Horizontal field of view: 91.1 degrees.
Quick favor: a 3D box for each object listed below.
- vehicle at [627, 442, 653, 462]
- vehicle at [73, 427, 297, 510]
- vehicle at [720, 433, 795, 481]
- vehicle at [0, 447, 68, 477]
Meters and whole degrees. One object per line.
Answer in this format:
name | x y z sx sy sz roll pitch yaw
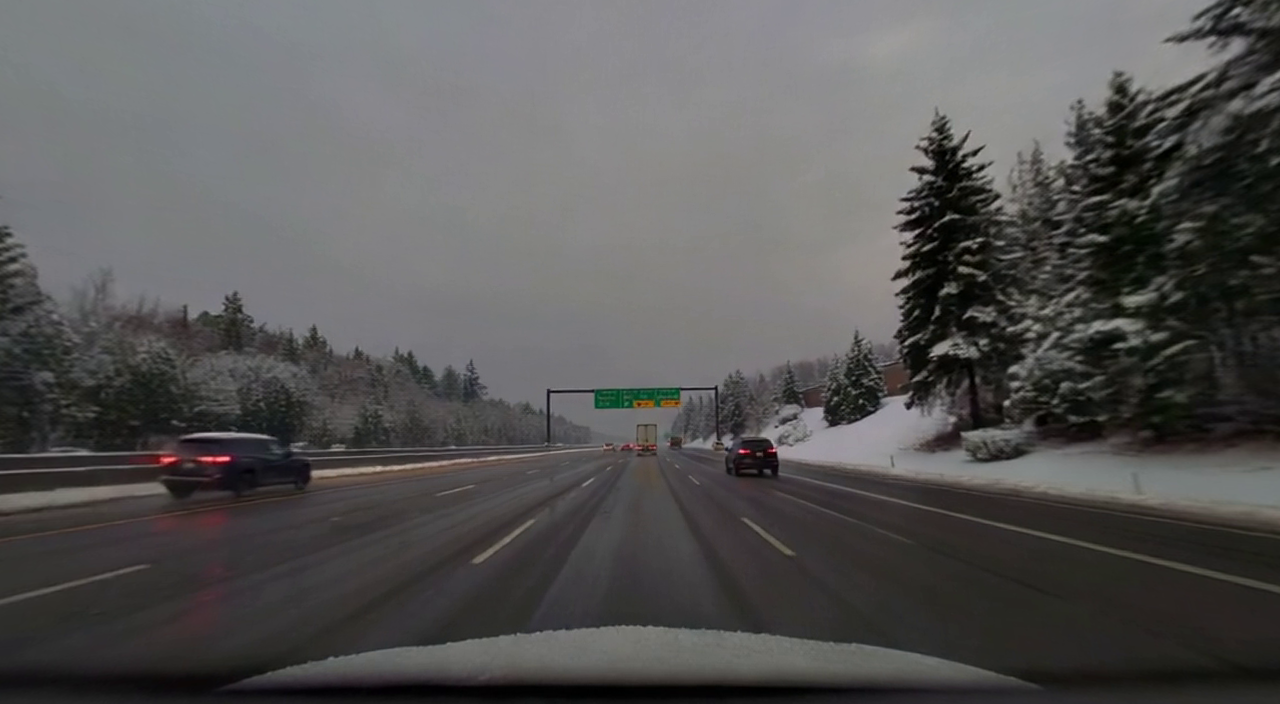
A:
vehicle | -0.032 7.772 49.003 1.946 1.493 4.083 0 -8 -1
vehicle | -10.896 2.805 15.628 1.998 1.712 4.671 0 -8 1
vehicle | 4.354 3.962 24.017 2.046 1.655 4.143 0 -8 0
vehicle | -32.152 5.675 32.551 1.632 1.409 3.426 -1 -8 2
